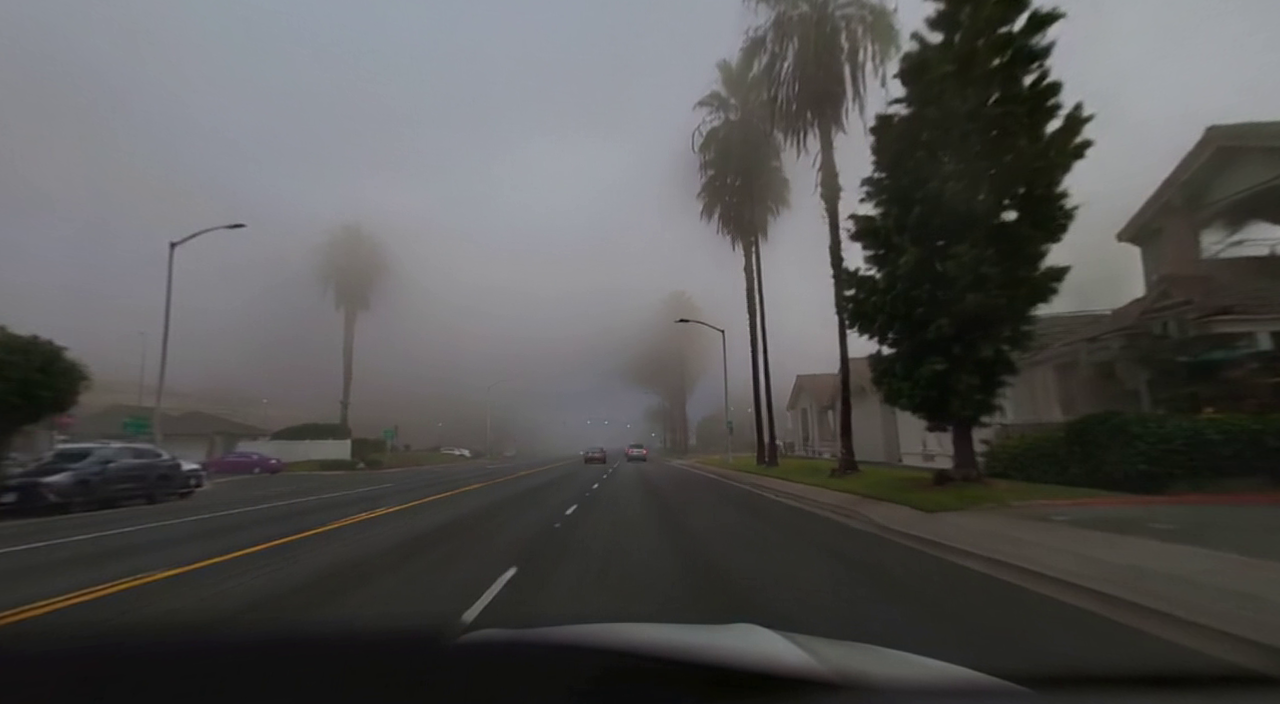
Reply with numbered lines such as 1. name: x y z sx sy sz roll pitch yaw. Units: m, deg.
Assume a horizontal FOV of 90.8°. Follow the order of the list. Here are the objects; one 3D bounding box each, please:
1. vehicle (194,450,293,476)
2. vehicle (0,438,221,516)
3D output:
1. vehicle: -23.468 6.568 37.488 4.567 1.447 1.892 0 -9 -1
2. vehicle: -14.404 3.331 17.450 2.143 1.808 5.265 0 -9 -2
